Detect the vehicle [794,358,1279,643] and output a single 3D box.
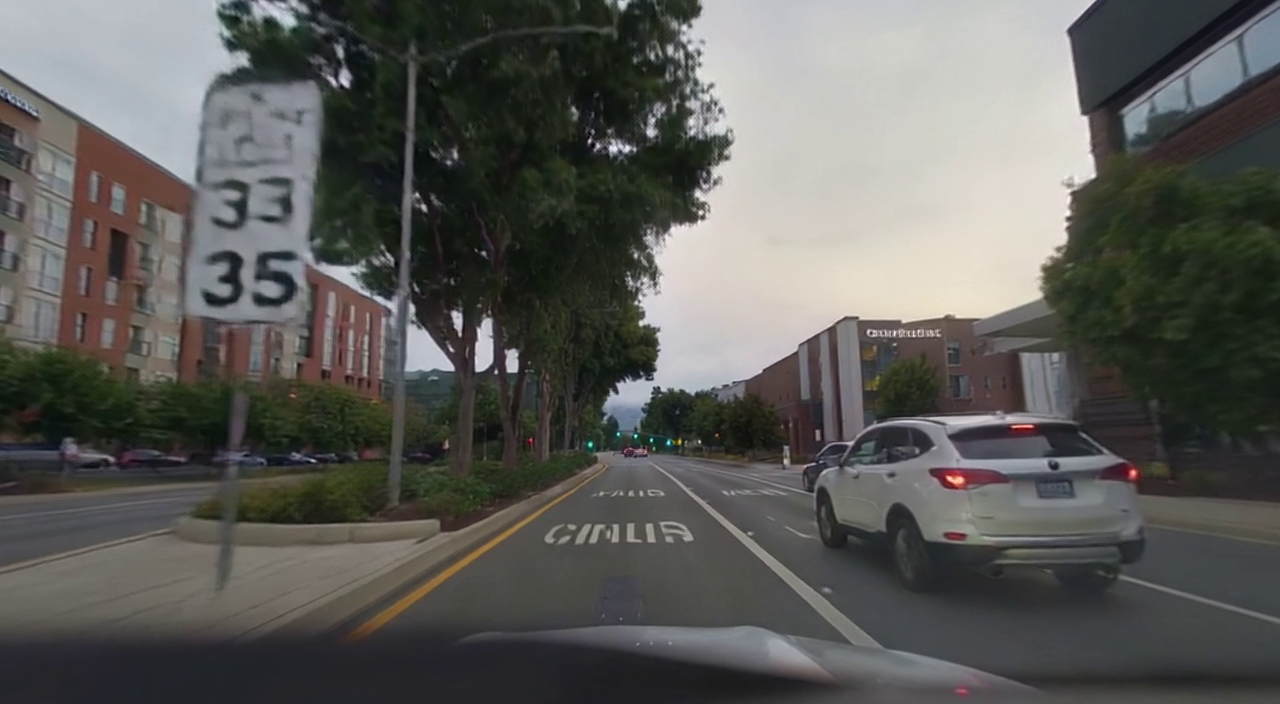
[{"bbox_3d":[3.686,1.407,7.053,2.505,1.971,5.162,0,-9,-1],"label":"vehicle"}]
